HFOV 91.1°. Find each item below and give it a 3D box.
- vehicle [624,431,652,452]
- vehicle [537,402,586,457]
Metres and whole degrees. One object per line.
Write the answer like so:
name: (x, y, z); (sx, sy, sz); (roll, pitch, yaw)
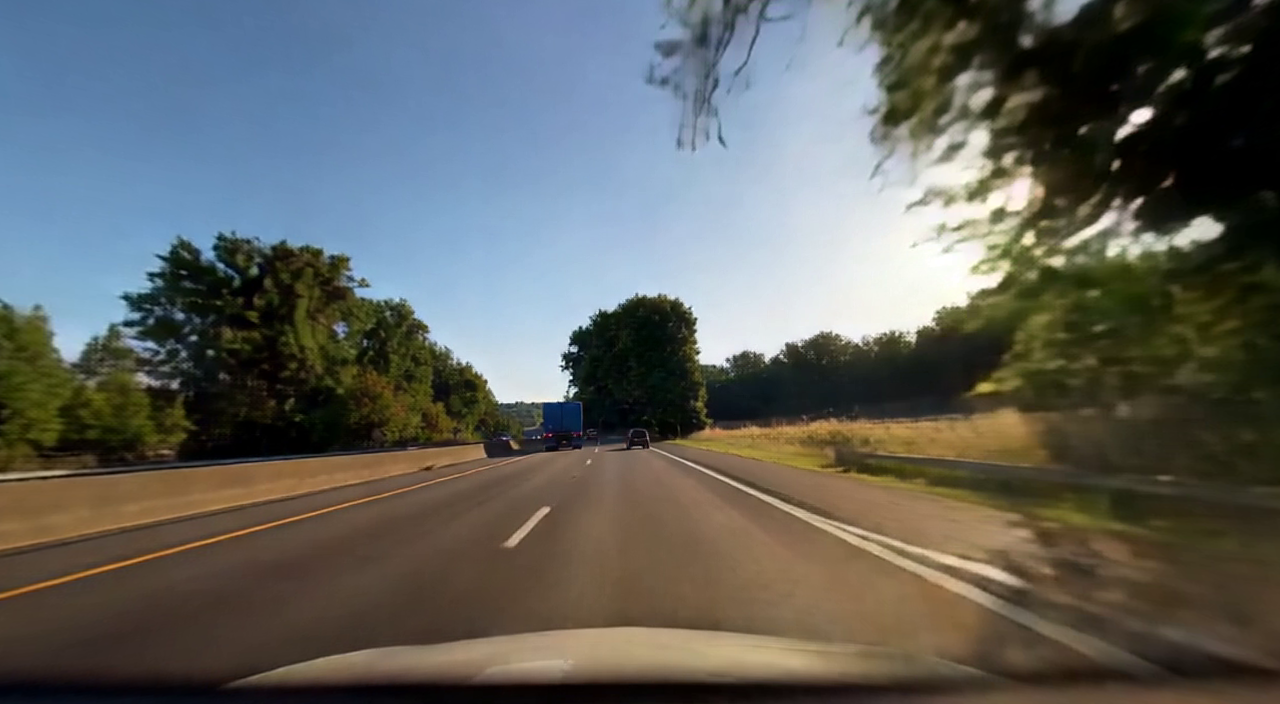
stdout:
vehicle: (-0.216, 6.666, 47.131); (1.988, 1.472, 3.716); (0, -8, -2)
vehicle: (-4.792, 4.905, 39.582); (2.450, 3.098, 6.965); (0, -8, -2)
